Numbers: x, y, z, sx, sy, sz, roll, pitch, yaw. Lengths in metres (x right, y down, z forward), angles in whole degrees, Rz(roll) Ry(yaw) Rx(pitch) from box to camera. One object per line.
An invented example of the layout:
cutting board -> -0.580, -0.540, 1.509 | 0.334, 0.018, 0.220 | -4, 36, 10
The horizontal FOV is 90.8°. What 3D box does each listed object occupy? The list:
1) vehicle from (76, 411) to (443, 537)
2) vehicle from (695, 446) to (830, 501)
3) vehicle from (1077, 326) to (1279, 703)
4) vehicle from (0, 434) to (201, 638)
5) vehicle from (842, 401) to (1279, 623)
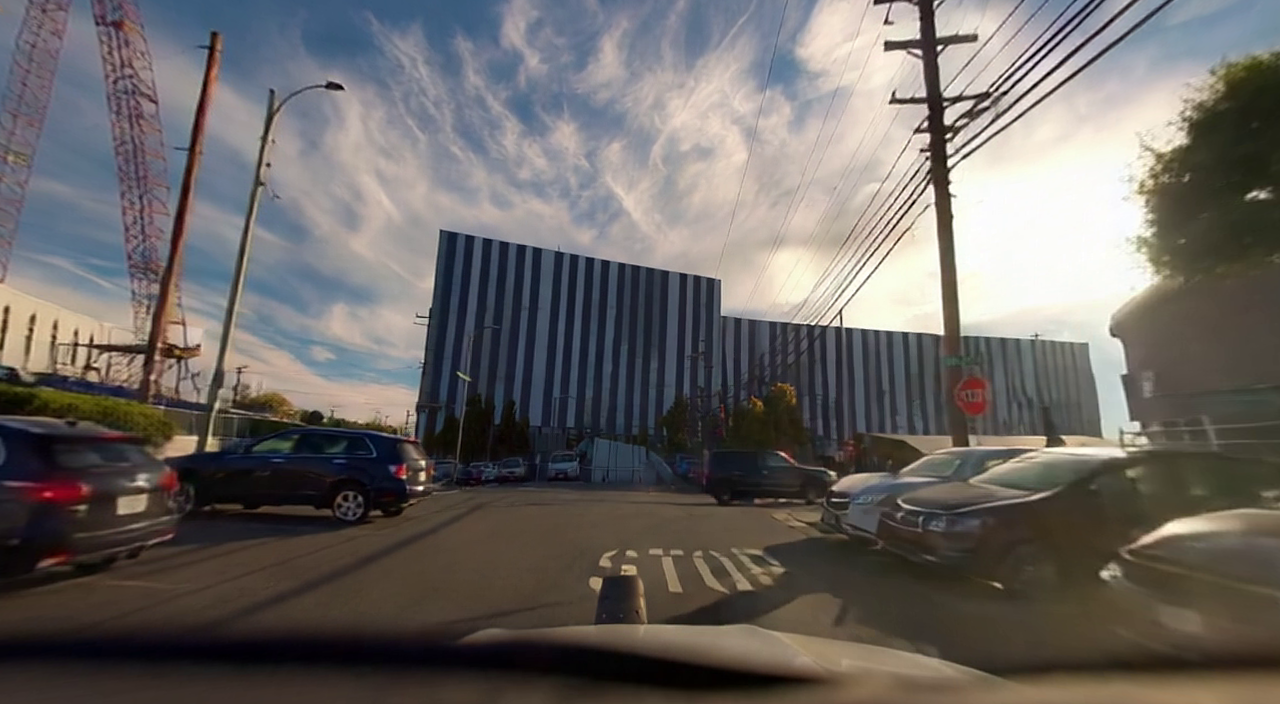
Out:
vehicle -> -6.372, 2.096, 11.139 | 5.025, 1.648, 2.055 | 4, -9, -1
vehicle -> 4.050, 4.080, 21.411 | 4.157, 1.754, 1.835 | 0, -9, -1
vehicle -> 4.890, 0.924, 2.740 | 4.450, 1.719, 2.066 | 4, -10, 1
vehicle -> -6.909, 1.363, 5.425 | 4.713, 1.440, 1.984 | 3, -11, 2
vehicle -> 4.481, 1.496, 5.883 | 4.554, 1.473, 1.876 | 5, -11, -3
